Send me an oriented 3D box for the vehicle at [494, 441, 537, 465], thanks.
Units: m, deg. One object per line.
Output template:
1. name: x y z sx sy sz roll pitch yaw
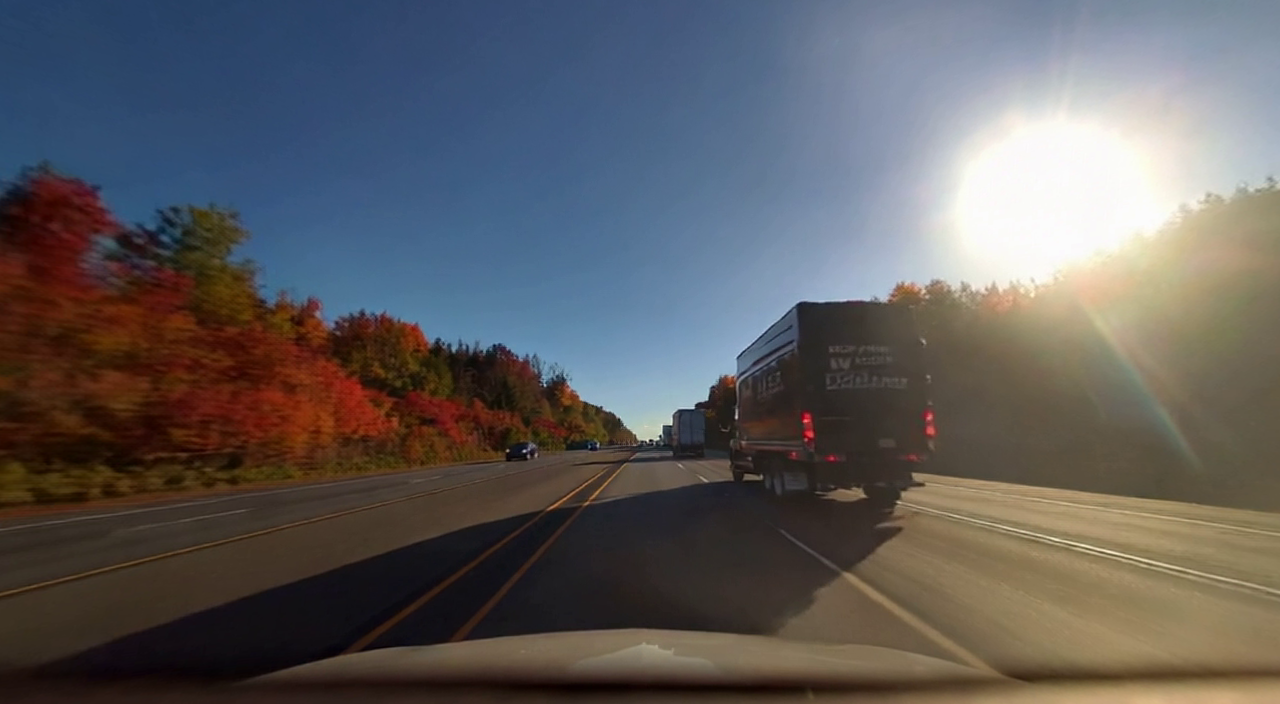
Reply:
1. vehicle: -9.253 7.546 47.109 2.019 1.697 4.634 0 -8 3

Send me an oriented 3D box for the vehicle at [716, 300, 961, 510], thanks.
1. vehicle: 4.510 1.936 18.681 2.864 3.962 13.768 0 -8 0
